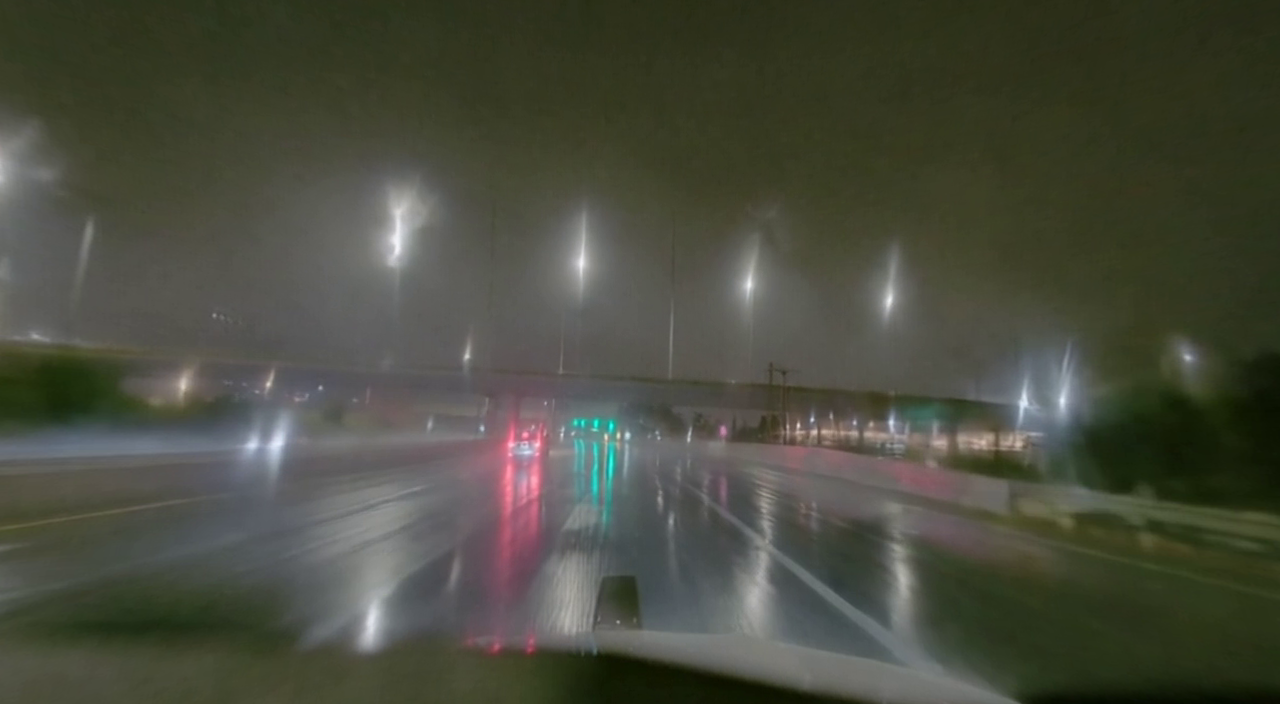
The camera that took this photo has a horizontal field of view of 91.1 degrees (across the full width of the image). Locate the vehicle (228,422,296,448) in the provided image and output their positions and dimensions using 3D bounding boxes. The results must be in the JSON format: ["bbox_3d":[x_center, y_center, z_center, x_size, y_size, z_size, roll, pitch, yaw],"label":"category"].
[{"bbox_3d":[-23.070,5.110,38.573,1.761,1.485,4.054,0,-8,-2],"label":"vehicle"}]

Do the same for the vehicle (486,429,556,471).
[{"bbox_3d":[-4.915,4.115,26.767,2.123,1.601,4.887,0,-8,-1],"label":"vehicle"}]
